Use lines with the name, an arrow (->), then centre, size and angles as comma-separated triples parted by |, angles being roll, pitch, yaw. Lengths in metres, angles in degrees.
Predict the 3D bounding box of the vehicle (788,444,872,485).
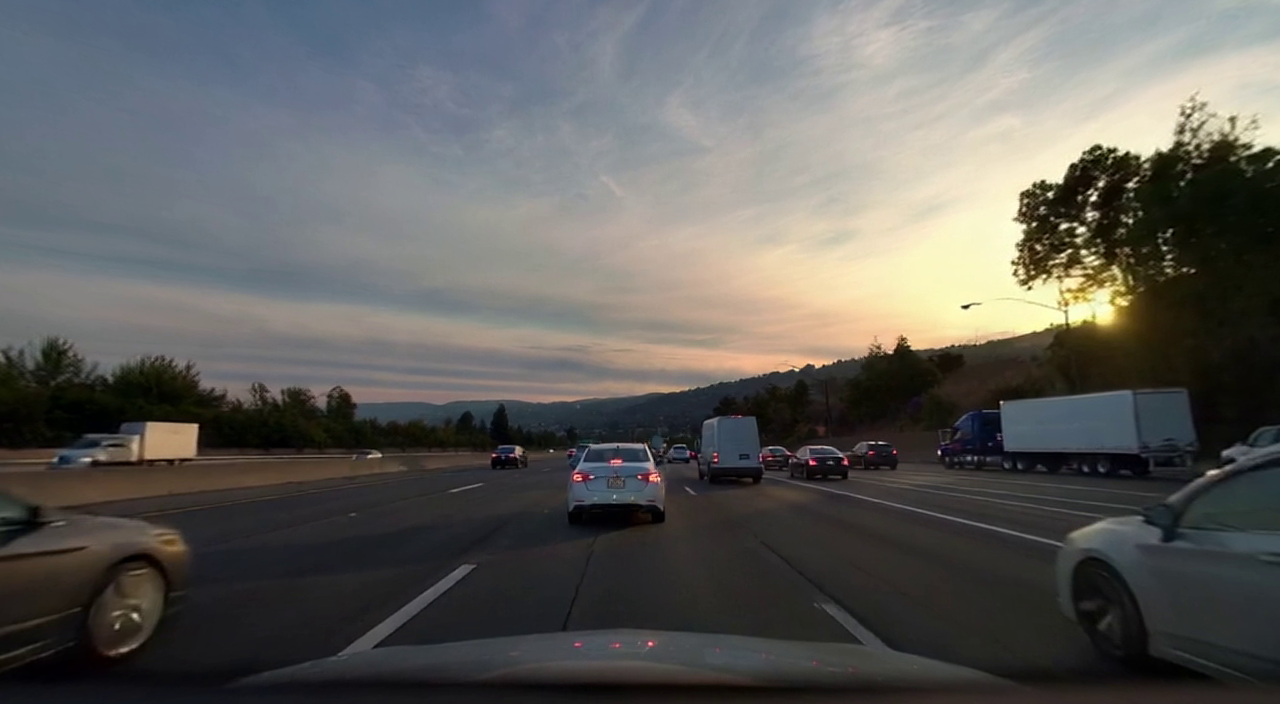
vehicle -> 7.433, 4.422, 25.094 | 1.942, 1.482, 4.250 | 0, -9, -1

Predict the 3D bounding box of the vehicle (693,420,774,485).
vehicle -> 3.607, 4.033, 25.387 | 2.440, 2.313, 5.266 | 0, -9, 0

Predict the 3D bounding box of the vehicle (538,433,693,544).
vehicle -> -0.322, 2.192, 10.746 | 2.132, 1.499, 4.038 | 0, -9, 0

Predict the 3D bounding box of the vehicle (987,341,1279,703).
vehicle -> 3.593, 0.803, 2.510 | 2.053, 1.666, 4.106 | 0, -9, 0

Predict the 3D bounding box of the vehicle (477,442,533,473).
vehicle -> -7.341, 5.809, 34.738 | 2.010, 1.557, 4.449 | 0, -9, 1

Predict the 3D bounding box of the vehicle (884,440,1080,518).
vehicle -> 7.623, 2.848, 14.705 | 2.021, 1.505, 4.480 | 0, -9, -1

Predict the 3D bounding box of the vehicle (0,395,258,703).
vehicle -> -3.763, 0.897, 2.315 | 1.926, 1.542, 4.329 | 0, -9, 1
